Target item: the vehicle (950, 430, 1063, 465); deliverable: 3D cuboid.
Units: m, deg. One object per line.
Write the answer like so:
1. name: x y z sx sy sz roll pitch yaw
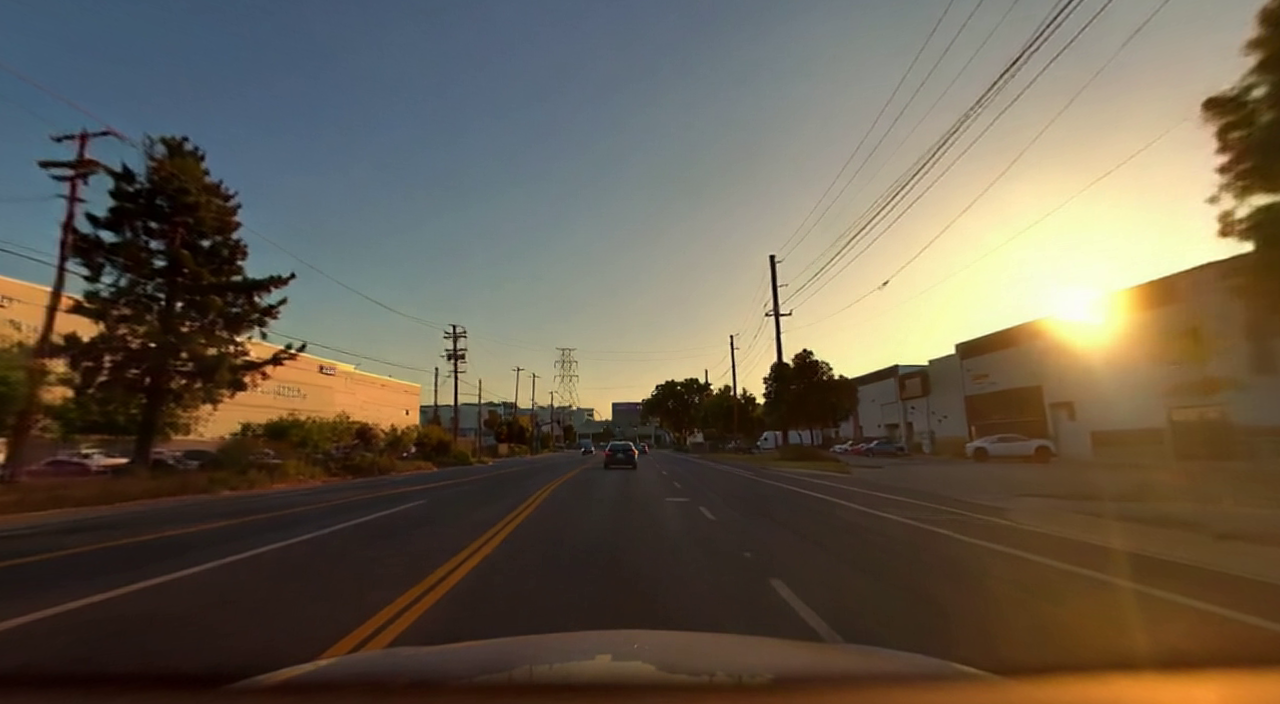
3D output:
1. vehicle: 23.208 6.071 40.214 5.669 2.073 2.297 -1 -8 2

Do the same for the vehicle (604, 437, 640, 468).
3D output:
1. vehicle: -0.986 5.604 35.352 1.937 1.588 3.746 0 -8 -1

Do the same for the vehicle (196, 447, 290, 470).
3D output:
1. vehicle: -26.510 7.085 42.305 4.728 1.431 2.287 0 -8 -2

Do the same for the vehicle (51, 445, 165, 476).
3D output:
1. vehicle: -26.619 5.416 31.719 3.983 1.472 1.898 0 -8 0

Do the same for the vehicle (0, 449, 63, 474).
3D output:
1. vehicle: -39.612 6.910 39.778 4.525 1.491 1.908 0 -8 -1
